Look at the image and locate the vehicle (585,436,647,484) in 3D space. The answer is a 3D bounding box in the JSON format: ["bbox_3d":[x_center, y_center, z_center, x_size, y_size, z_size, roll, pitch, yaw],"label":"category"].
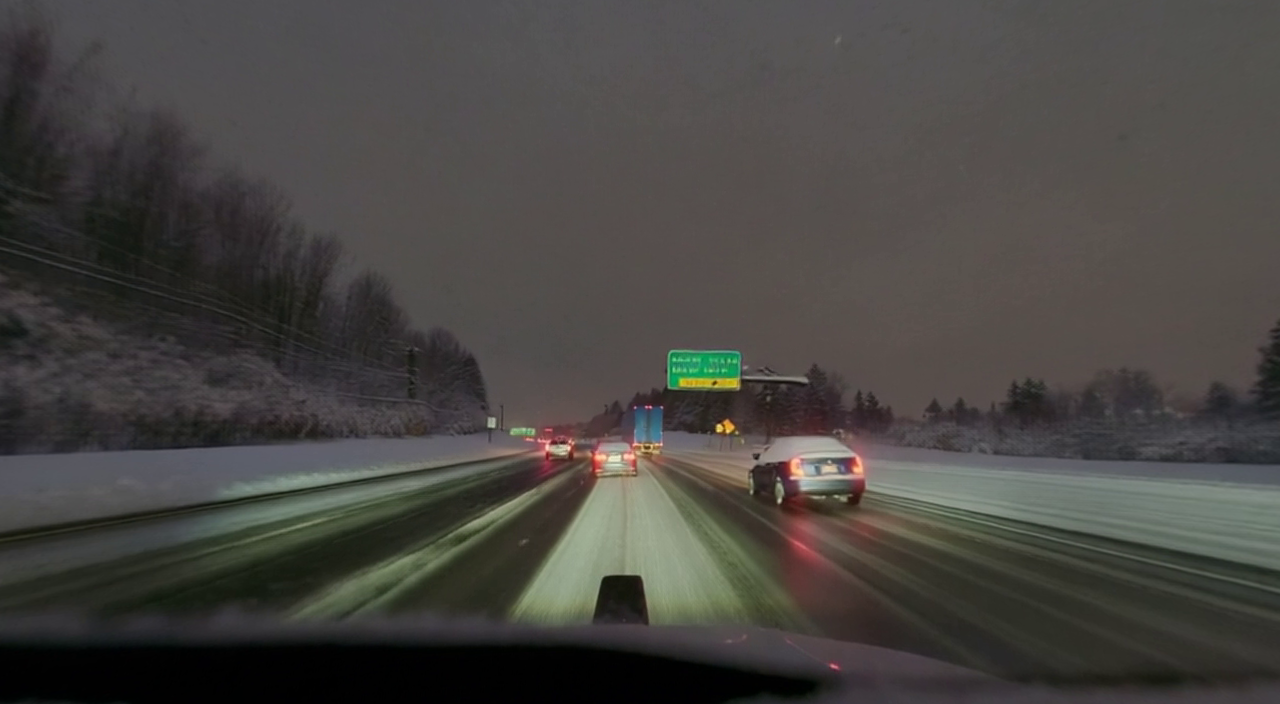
[{"bbox_3d":[-0.874,3.861,22.779,2.020,1.516,3.951,0,-9,-2],"label":"vehicle"}]

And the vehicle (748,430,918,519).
[{"bbox_3d":[3.664,2.406,12.914,1.971,1.472,4.301,0,-9,-2],"label":"vehicle"}]

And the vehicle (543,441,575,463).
[{"bbox_3d":[-5.738,7.124,45.053,2.072,1.512,4.043,0,-9,-4],"label":"vehicle"}]
